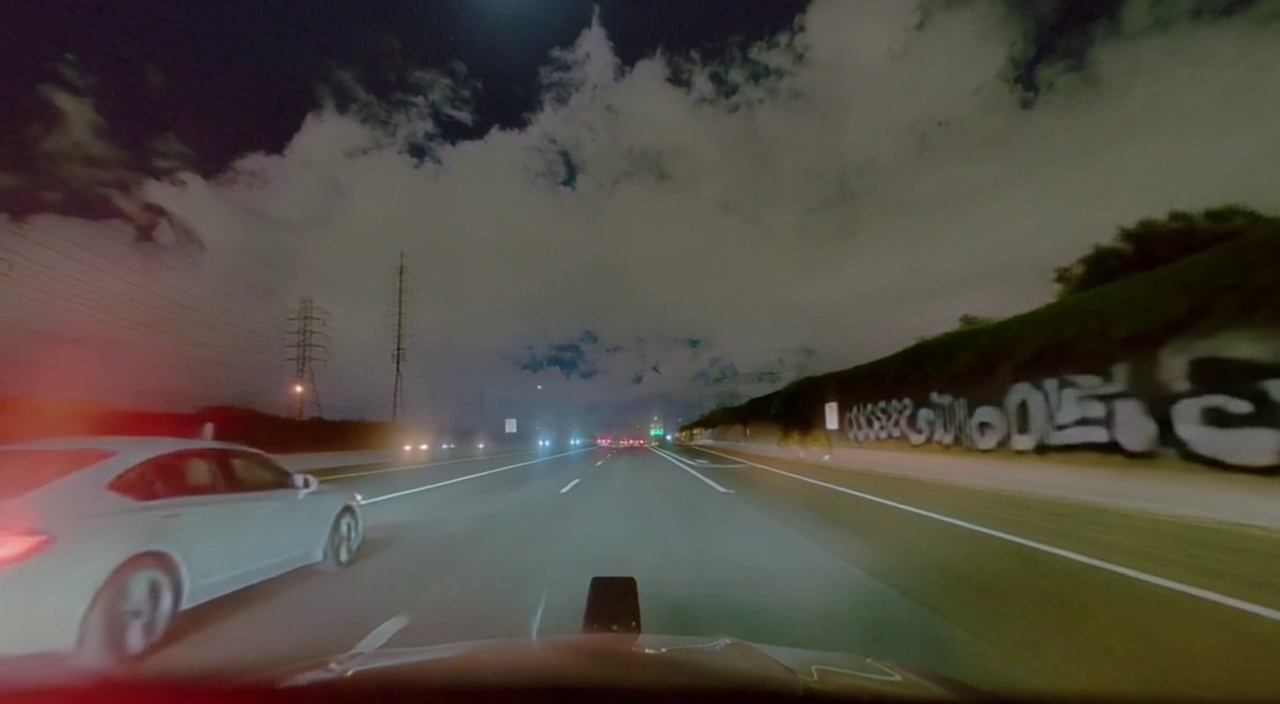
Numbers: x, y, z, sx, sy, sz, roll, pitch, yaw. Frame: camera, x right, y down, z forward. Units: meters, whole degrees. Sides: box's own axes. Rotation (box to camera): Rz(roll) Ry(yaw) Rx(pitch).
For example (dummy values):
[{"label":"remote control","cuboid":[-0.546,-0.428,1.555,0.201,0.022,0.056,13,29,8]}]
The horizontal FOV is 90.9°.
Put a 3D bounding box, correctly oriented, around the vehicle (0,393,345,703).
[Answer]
[{"label":"vehicle","cuboid":[-3.566,0.989,3.005,2.000,1.513,4.901,0,-8,-1]}]
